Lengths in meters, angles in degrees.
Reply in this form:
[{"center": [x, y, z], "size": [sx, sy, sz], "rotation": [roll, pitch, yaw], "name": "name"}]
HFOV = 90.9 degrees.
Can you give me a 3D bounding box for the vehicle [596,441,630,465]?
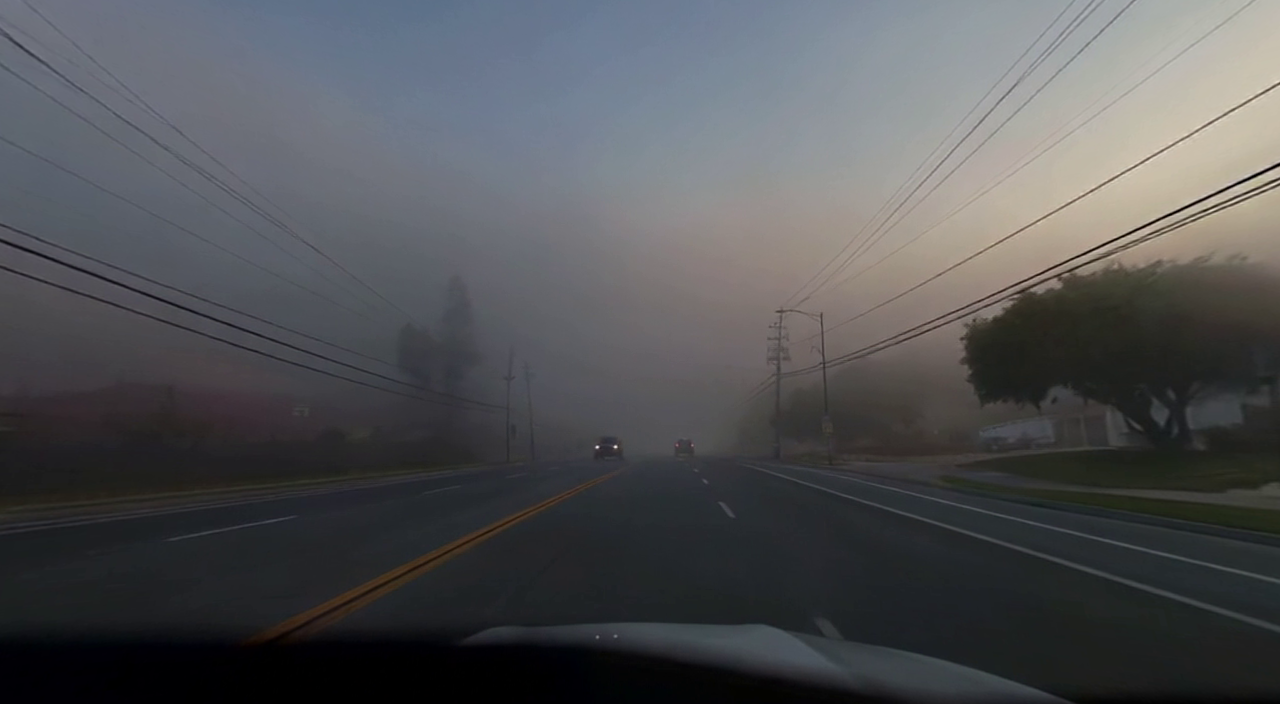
[{"center": [-2.061, 7.842, 49.009], "size": [2.107, 1.697, 4.736], "rotation": [-1, -9, 4], "name": "vehicle"}]
